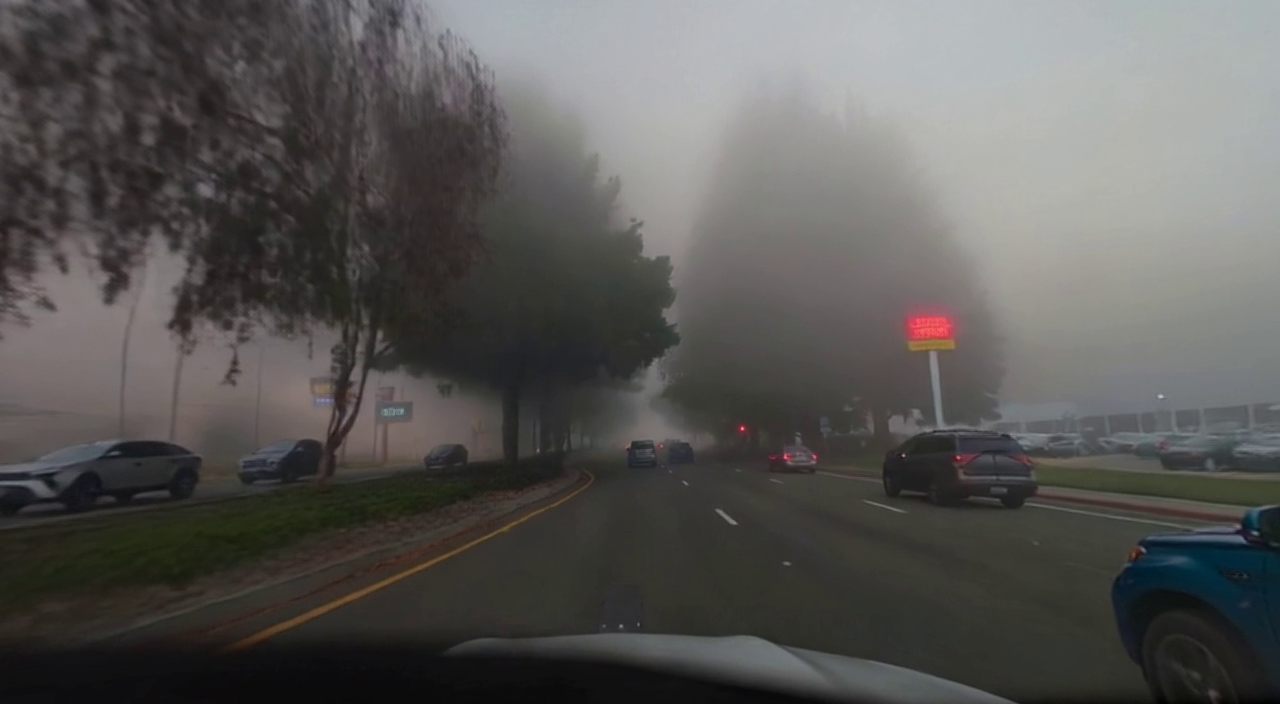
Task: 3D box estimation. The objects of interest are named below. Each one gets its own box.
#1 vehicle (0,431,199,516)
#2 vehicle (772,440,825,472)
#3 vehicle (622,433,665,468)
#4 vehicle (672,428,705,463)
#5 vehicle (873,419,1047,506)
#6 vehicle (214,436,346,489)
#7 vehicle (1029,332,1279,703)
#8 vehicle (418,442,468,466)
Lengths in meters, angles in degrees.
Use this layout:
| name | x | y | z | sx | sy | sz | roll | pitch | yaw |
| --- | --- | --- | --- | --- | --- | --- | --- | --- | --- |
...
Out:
| name | x | y | z | sx | sy | sz | roll | pitch | yaw |
| --- | --- | --- | --- | --- | --- | --- | --- | --- | --- |
| vehicle | -14.287 | 3.038 | 16.370 | 2.242 | 1.836 | 4.811 | 0 | -9 | -1 |
| vehicle | 8.108 | 5.341 | 32.616 | 1.879 | 1.517 | 4.006 | -1 | -9 | 3 |
| vehicle | 0.158 | 5.895 | 37.802 | 2.402 | 1.938 | 4.535 | 0 | -9 | 0 |
| vehicle | 3.767 | 7.359 | 49.697 | 2.239 | 2.586 | 4.586 | 0 | -8 | 0 |
| vehicle | 7.500 | 2.633 | 15.421 | 1.977 | 1.786 | 4.344 | 0 | -9 | 1 |
| vehicle | -13.994 | 4.316 | 25.022 | 2.159 | 1.836 | 5.038 | 0 | -9 | 1 |
| vehicle | 3.542 | 0.682 | 1.780 | 2.076 | 1.716 | 4.416 | 0 | -8 | 1 |
| vehicle | -14.486 | 7.507 | 46.804 | 2.136 | 1.676 | 4.371 | -1 | -9 | 3 |
